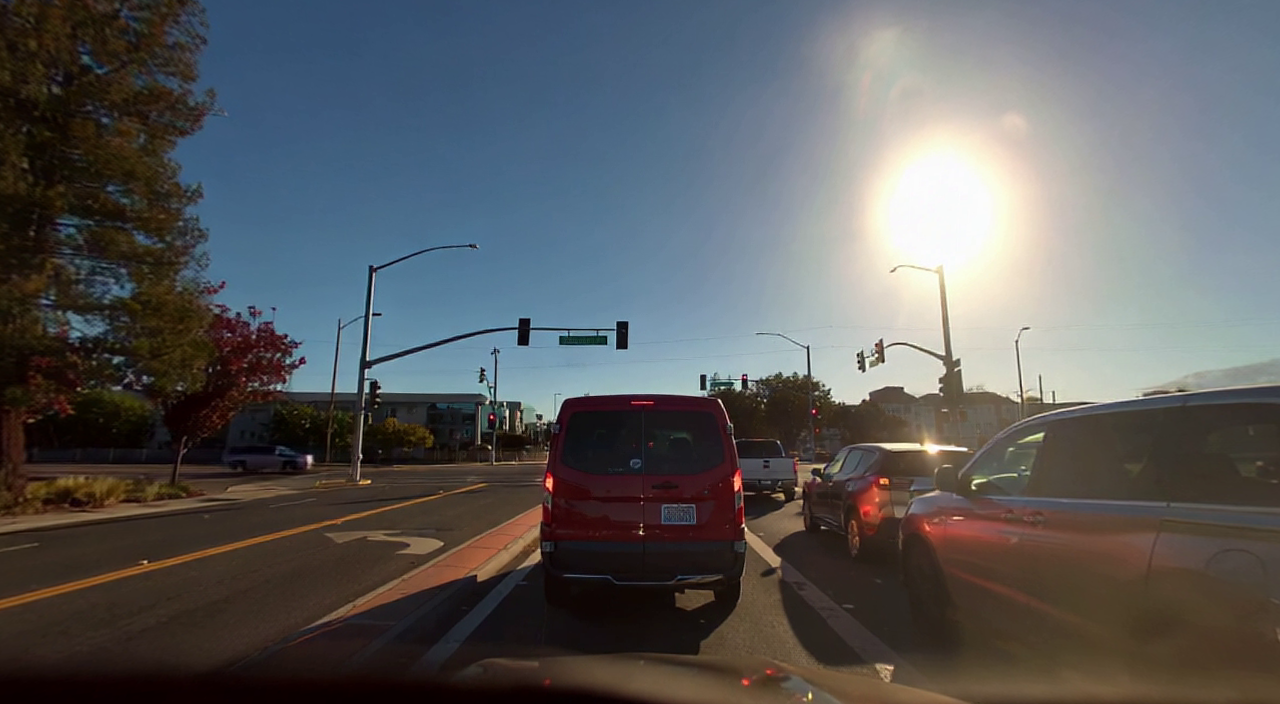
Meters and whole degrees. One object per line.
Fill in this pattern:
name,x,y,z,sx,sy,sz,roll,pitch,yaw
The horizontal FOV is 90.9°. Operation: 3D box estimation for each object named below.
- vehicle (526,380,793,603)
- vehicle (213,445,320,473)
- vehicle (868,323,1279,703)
vehicle,0.172,1.468,7.451,2.185,1.822,4.391,0,-8,0
vehicle,-20.910,5.991,35.430,4.664,1.449,1.992,1,-8,-6
vehicle,2.895,0.951,3.179,1.971,1.663,4.287,0,-8,2
